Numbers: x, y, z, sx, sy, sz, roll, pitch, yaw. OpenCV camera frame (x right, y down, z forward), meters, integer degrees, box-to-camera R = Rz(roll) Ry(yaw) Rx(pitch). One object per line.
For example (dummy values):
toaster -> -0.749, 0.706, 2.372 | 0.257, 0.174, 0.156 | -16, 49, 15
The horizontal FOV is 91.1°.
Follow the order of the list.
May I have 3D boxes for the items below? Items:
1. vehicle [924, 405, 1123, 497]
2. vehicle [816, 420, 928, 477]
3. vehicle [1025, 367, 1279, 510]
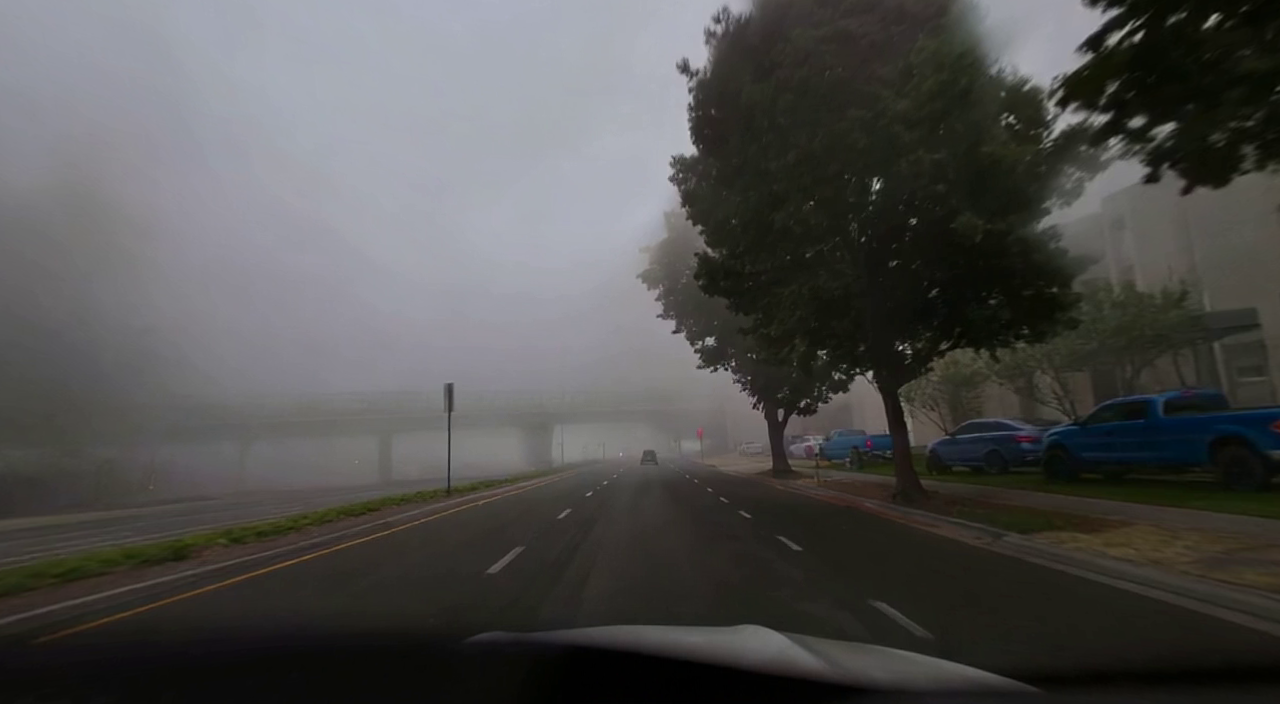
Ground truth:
vehicle -> 10.346, 2.751, 17.604 | 2.138, 1.805, 5.011 | -11, -9, -1
vehicle -> 10.439, 4.468, 29.051 | 2.445, 2.272, 6.461 | -1, -9, -2
vehicle -> 10.289, 1.576, 11.962 | 2.290, 1.976, 5.520 | -9, -9, 1
